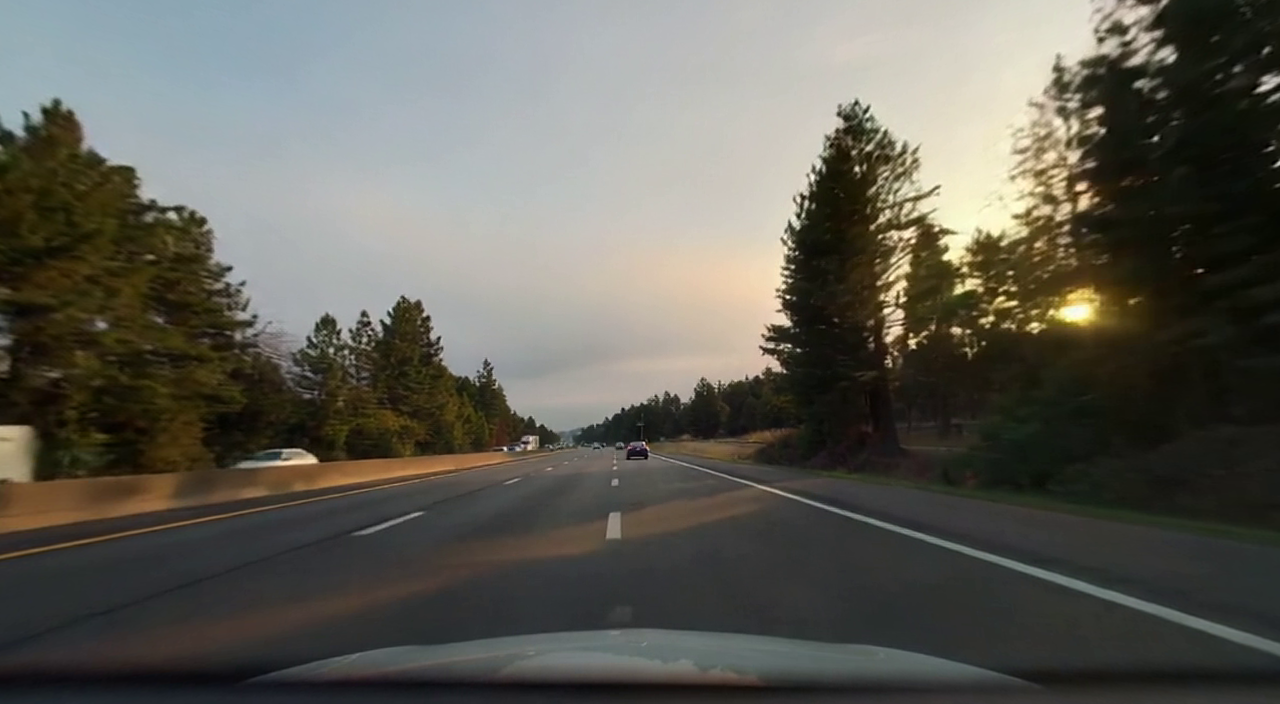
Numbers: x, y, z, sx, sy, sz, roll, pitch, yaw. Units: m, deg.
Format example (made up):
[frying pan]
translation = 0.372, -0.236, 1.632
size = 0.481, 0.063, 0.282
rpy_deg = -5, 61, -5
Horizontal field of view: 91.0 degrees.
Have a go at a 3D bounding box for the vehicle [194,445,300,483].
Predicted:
[vehicle]
translation = -17.267, 4.910, 27.962
size = 1.931, 1.535, 4.492
rpy_deg = 0, -8, -2
